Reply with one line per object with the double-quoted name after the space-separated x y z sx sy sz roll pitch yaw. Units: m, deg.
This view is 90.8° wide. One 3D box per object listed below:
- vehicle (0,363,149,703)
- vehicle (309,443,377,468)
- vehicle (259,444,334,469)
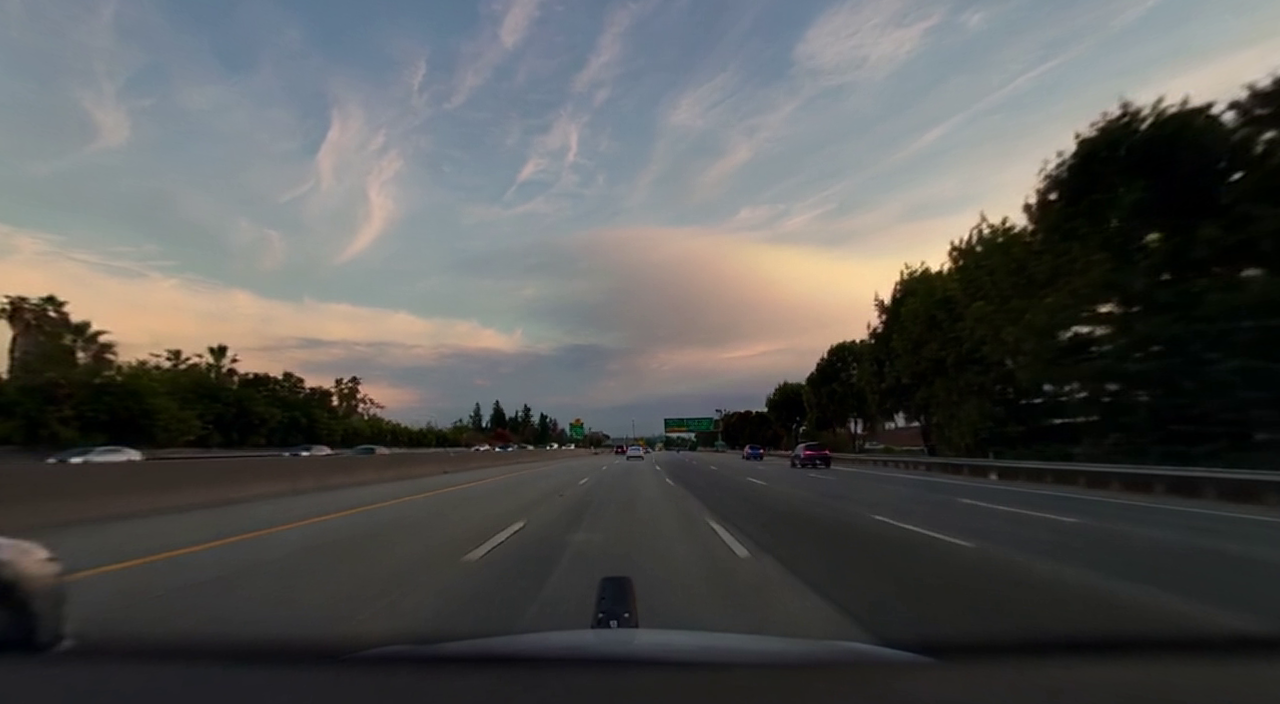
-3.648 0.630 1.040 1.996 1.617 4.637 0 -8 -1 "vehicle"
-19.039 6.650 40.749 2.122 1.510 4.488 0 -8 2 "vehicle"
-22.202 6.769 41.112 1.940 1.464 5.027 0 -8 2 "vehicle"
